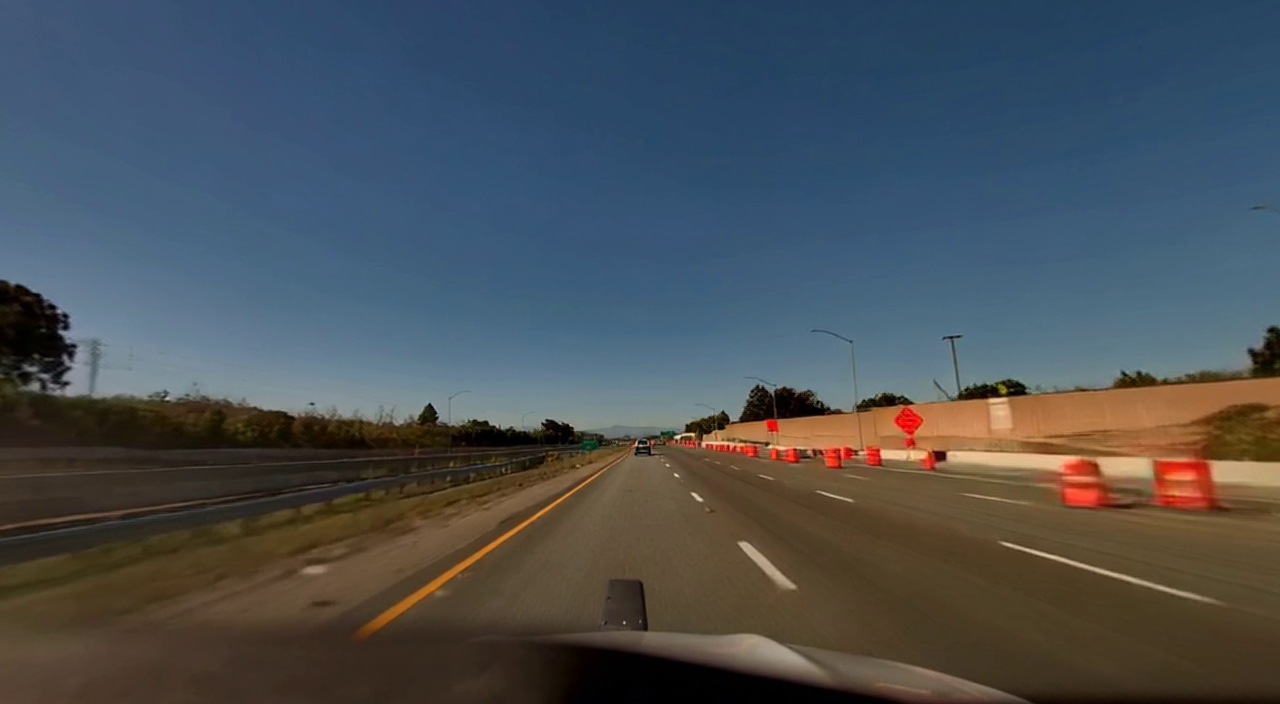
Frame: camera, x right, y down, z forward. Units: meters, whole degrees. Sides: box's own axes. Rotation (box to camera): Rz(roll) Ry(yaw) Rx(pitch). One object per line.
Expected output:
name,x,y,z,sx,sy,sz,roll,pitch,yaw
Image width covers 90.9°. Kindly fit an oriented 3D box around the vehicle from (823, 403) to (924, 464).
vehicle,15.367,5.535,42.437,3.620,3.613,8.491,0,-8,1
